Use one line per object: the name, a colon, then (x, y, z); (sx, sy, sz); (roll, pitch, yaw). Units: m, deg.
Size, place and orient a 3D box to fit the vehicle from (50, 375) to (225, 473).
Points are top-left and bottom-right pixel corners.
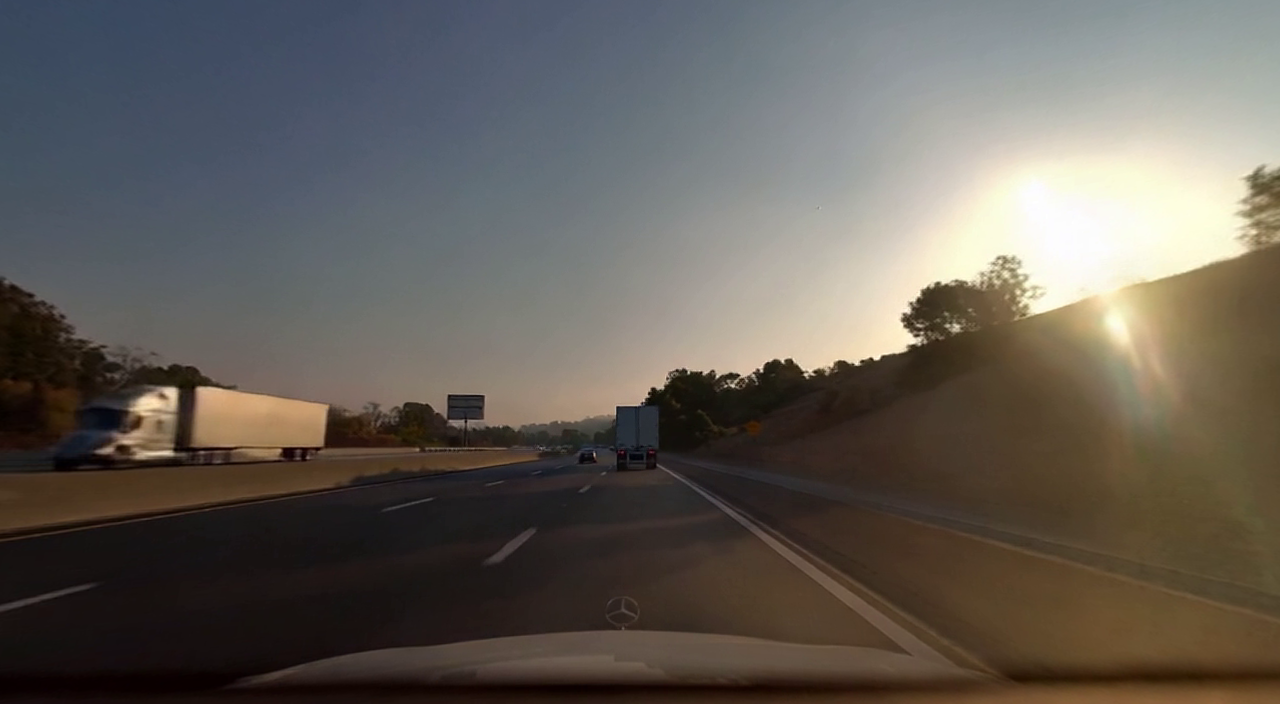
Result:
vehicle: (-22.672, 3.403, 29.015); (2.929, 4.000, 5.907); (0, -9, 0)
